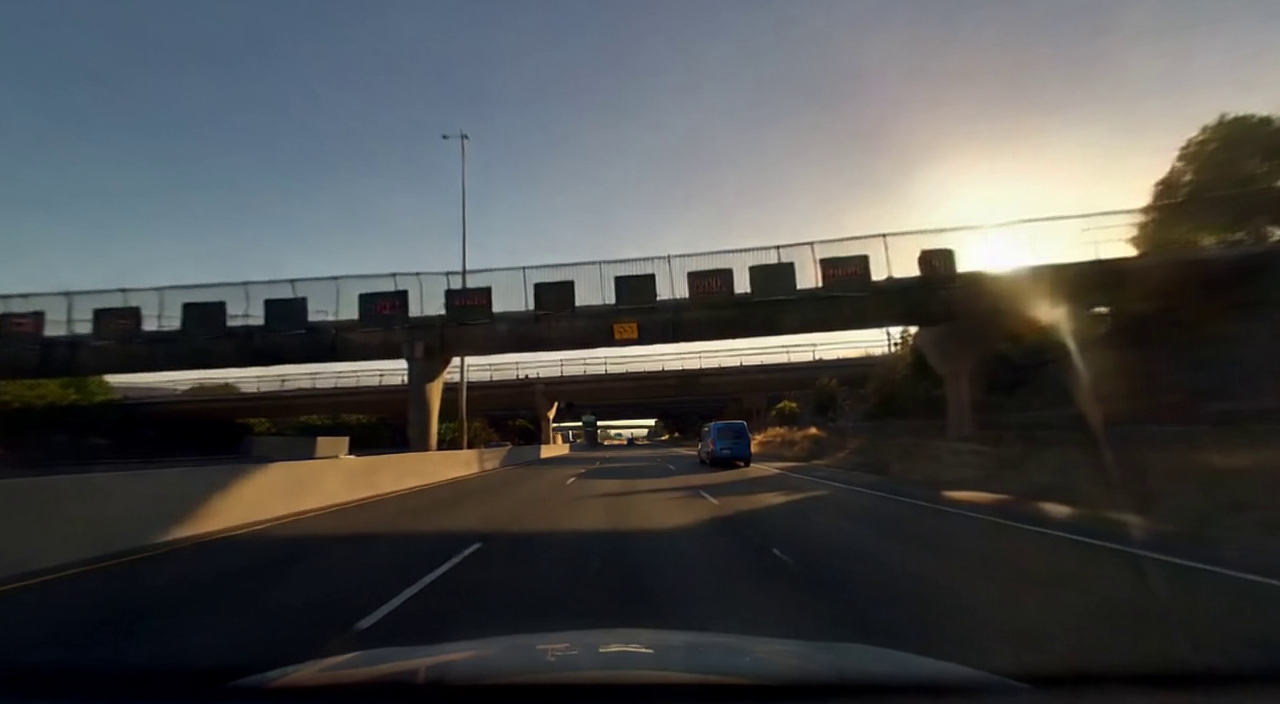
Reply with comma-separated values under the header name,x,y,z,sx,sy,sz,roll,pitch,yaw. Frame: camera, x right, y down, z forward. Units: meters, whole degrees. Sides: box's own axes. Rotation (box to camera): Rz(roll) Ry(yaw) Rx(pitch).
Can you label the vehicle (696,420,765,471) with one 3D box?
name,x,y,z,sx,sy,sz,roll,pitch,yaw
vehicle,3.772,4.018,27.211,2.161,2.002,4.631,0,-8,-2
